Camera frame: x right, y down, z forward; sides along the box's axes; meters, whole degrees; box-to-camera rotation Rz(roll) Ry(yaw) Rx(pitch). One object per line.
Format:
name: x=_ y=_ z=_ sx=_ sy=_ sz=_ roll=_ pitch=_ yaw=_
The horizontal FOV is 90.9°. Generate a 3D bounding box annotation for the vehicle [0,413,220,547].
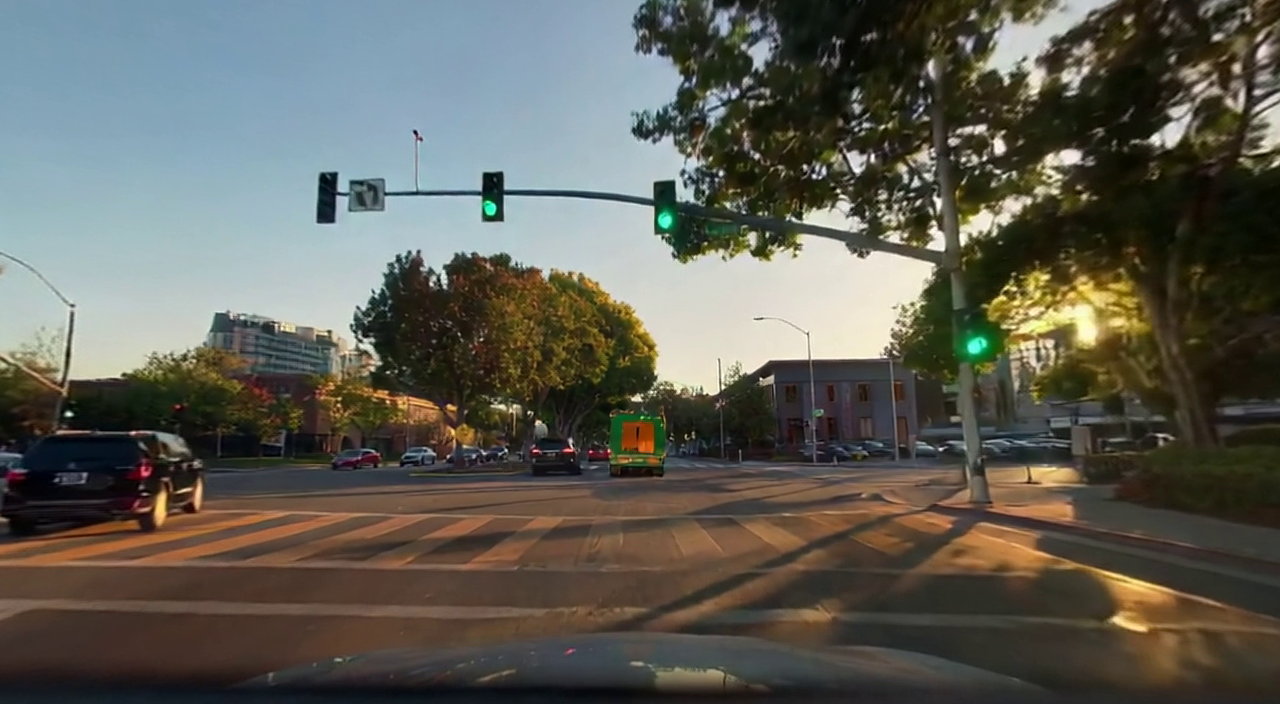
vehicle: x=-9.055 y=2.035 z=10.742 sx=2.021 sy=1.798 sz=4.346 roll=3 pitch=-8 yaw=-19

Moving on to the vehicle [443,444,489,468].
vehicle: x=-13.046 y=7.798 z=47.512 sx=1.960 sy=1.627 sz=4.784 roll=0 pitch=-8 yaw=1

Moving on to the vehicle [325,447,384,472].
vehicle: x=-22.197 y=8.323 z=49.268 sx=2.017 sy=1.785 sz=5.092 roll=-1 pitch=-8 yaw=3

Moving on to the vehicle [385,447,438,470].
vehicle: x=-16.373 y=7.634 z=45.405 sx=2.022 sy=1.442 sz=4.853 roll=-4 pitch=-8 yaw=1

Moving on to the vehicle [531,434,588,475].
vehicle: x=-3.856 y=5.000 z=31.114 sx=2.184 sy=1.830 sz=4.890 roll=0 pitch=-8 yaw=0

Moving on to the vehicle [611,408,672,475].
vehicle: x=-0.084 y=4.919 z=34.797 sx=2.843 sy=3.120 sz=10.422 roll=0 pitch=-8 yaw=-2
